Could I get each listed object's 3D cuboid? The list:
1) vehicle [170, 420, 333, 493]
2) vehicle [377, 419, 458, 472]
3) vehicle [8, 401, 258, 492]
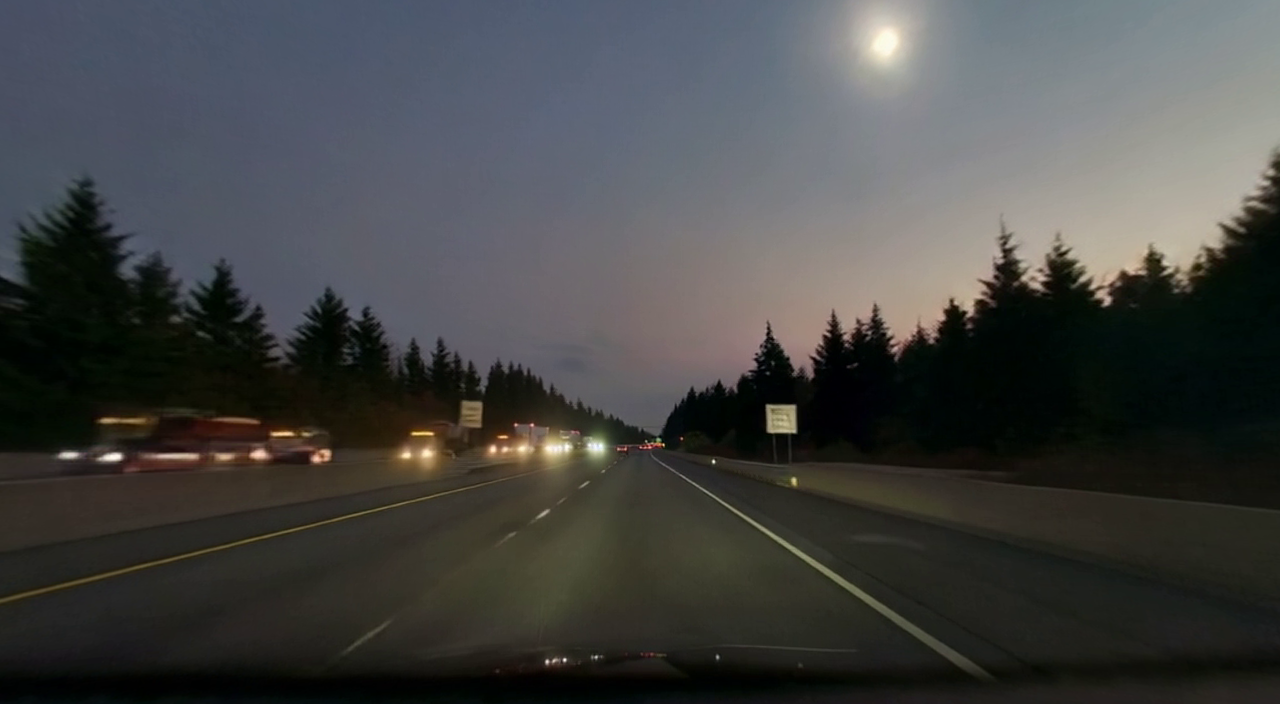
[{"bbox_3d":[-12.274,3.361,20.444,2.164,2.078,4.841,0,-9,0],"label":"vehicle"},{"bbox_3d":[-12.888,5.511,37.059,2.518,2.799,5.948,0,-9,0],"label":"vehicle"},{"bbox_3d":[-16.880,3.313,21.947,2.499,2.572,7.618,1,-9,-2],"label":"vehicle"}]
